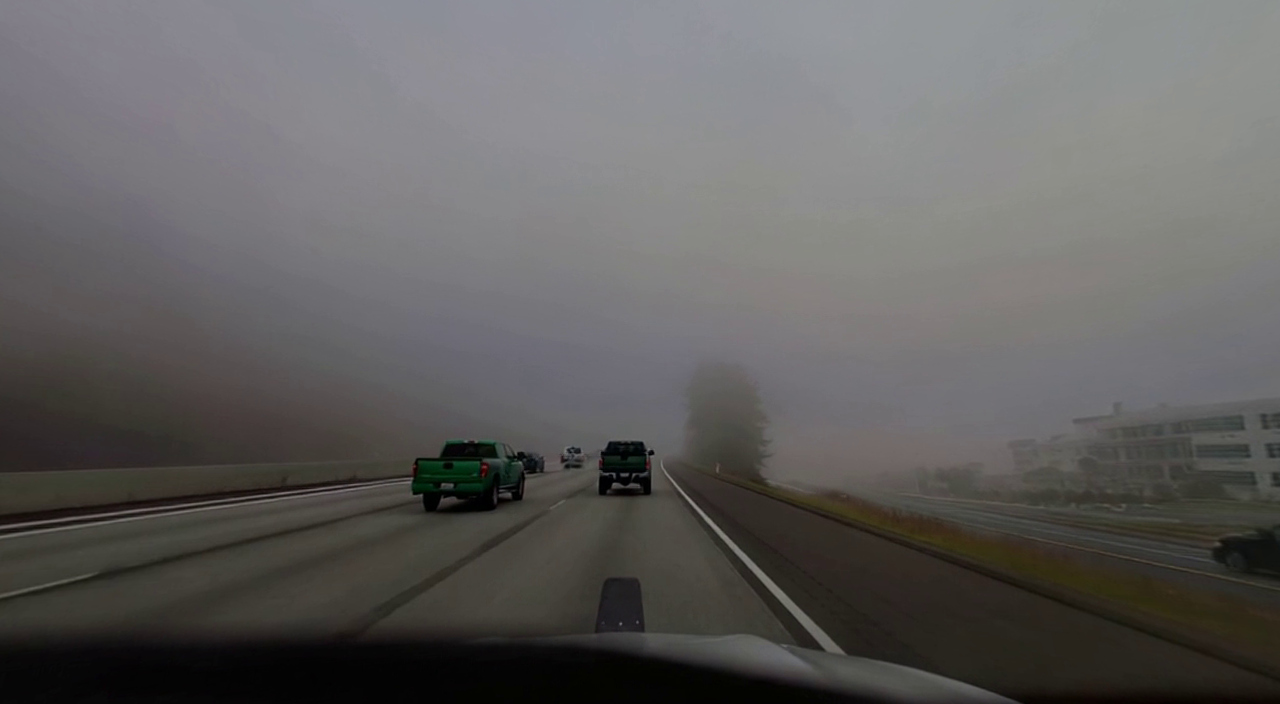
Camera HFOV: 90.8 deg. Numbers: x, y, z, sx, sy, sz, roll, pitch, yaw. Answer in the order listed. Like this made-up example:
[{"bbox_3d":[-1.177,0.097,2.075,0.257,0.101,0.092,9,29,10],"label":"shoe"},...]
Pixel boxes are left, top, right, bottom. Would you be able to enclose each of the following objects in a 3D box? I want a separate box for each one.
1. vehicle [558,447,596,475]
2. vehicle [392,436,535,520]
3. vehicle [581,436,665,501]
[{"bbox_3d":[-4.163,7.295,42.632,1.991,1.776,4.333,0,-8,2],"label":"vehicle"},{"bbox_3d":[-4.084,2.987,15.672,2.038,1.704,5.181,0,-8,0],"label":"vehicle"},{"bbox_3d":[-0.448,3.518,19.574,2.293,1.753,4.380,0,-8,1],"label":"vehicle"}]
